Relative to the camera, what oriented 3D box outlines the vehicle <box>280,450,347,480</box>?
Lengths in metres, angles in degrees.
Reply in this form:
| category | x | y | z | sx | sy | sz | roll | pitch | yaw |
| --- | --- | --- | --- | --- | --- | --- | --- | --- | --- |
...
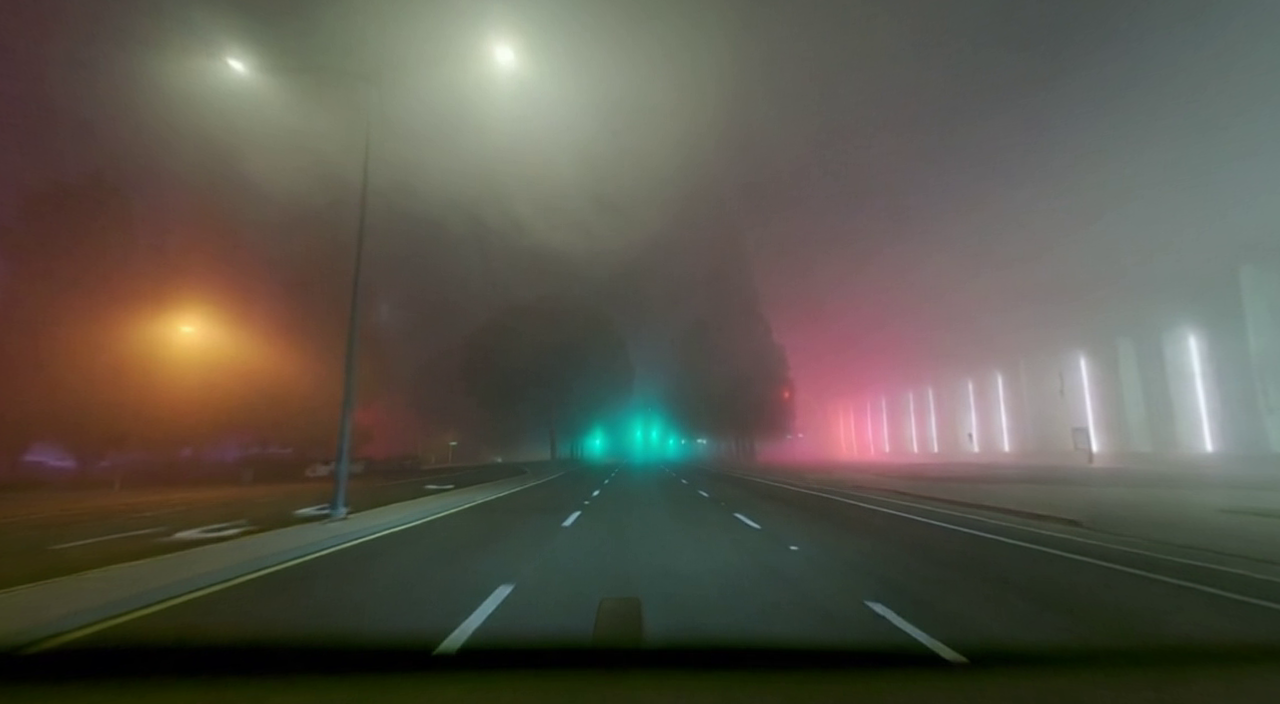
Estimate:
| category | x | y | z | sx | sy | sz | roll | pitch | yaw |
| --- | --- | --- | --- | --- | --- | --- | --- | --- | --- |
| vehicle | -21.947 | 7.570 | 42.738 | 1.922 | 1.821 | 4.729 | 0 | -8 | 1 |
